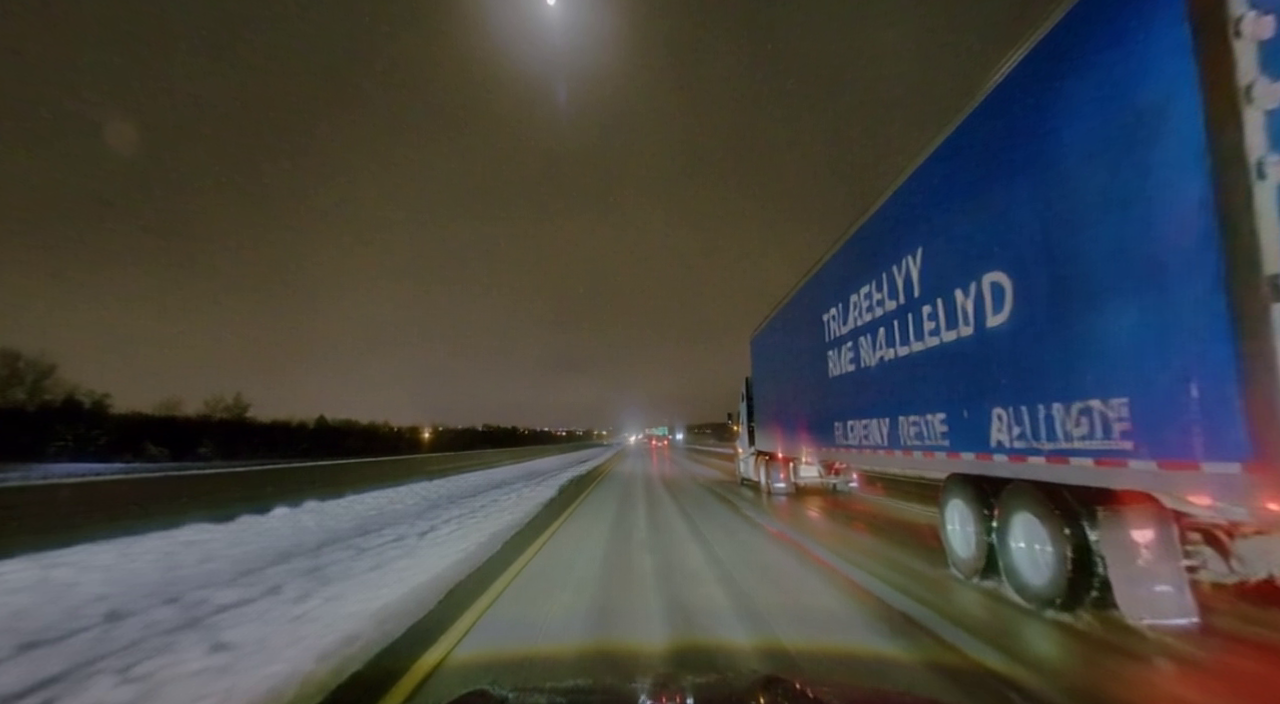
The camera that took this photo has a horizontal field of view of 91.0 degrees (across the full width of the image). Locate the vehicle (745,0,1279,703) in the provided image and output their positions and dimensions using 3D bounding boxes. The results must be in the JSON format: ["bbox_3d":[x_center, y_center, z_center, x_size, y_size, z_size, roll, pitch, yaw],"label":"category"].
[{"bbox_3d":[4.204,0.727,9.392,3.006,4.093,14.142,0,-8,1],"label":"vehicle"}]
